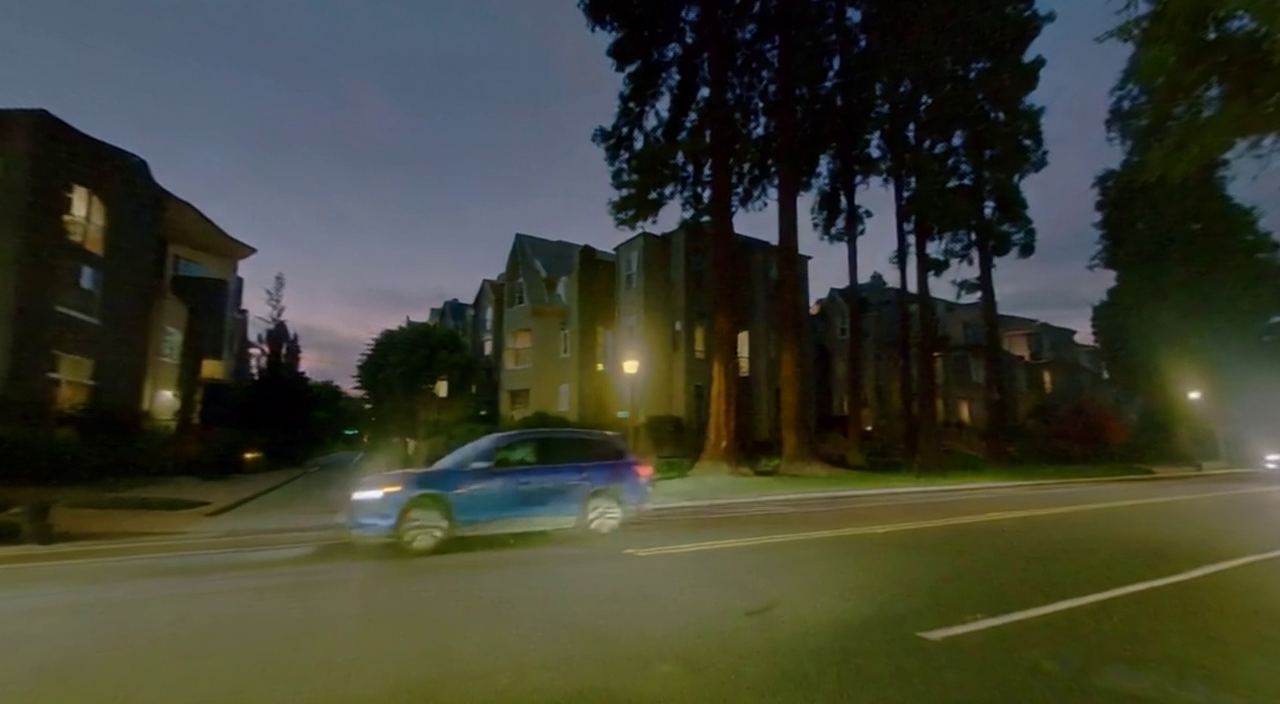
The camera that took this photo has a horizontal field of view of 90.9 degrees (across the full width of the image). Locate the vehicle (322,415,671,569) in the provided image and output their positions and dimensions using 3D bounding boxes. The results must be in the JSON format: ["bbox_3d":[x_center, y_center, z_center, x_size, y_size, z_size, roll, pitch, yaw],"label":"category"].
[{"bbox_3d":[-1.989,1.864,9.106,4.462,1.706,2.046,5,-10,-29],"label":"vehicle"}]
